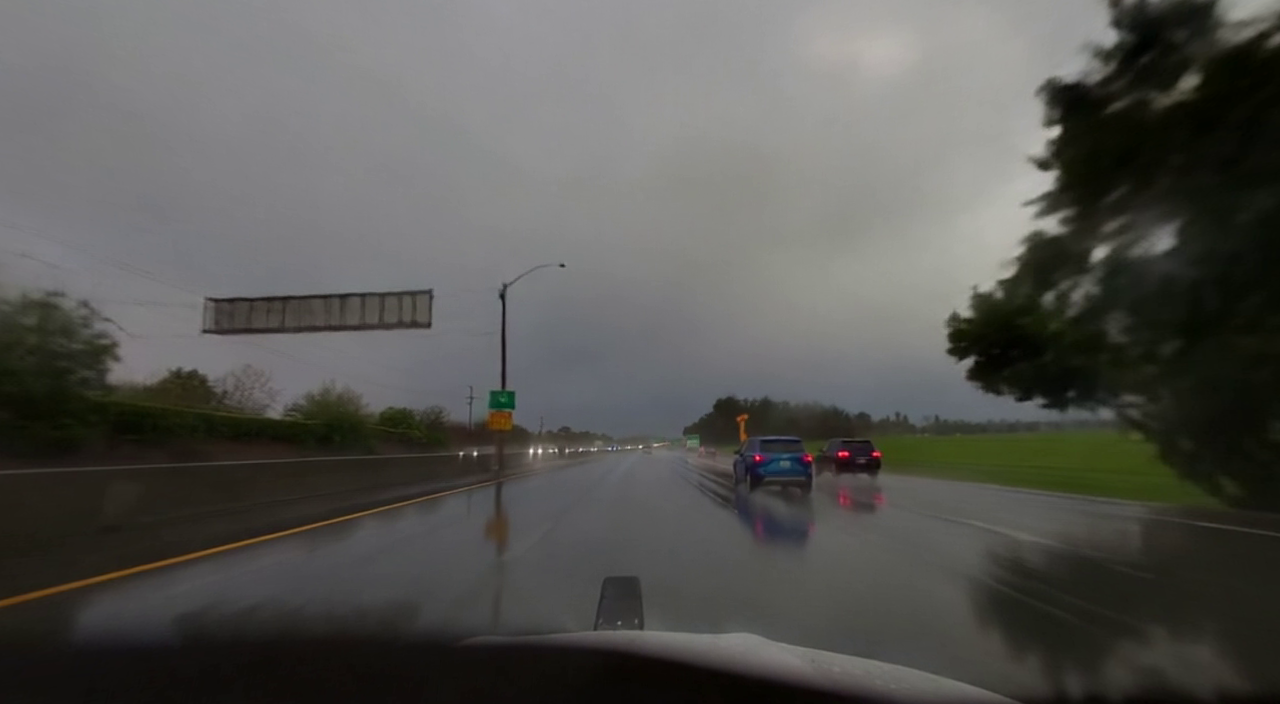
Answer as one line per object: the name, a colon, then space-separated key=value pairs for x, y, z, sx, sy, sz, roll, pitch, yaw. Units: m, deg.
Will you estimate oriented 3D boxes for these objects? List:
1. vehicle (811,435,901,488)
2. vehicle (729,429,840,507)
vehicle: x=8.018 y=4.101 z=23.652 sx=1.898 sy=1.798 sz=3.805 roll=0 pitch=-9 yaw=-2
vehicle: x=3.573 y=2.957 z=16.332 sx=1.784 sy=1.733 sz=4.141 roll=0 pitch=-9 yaw=-1
